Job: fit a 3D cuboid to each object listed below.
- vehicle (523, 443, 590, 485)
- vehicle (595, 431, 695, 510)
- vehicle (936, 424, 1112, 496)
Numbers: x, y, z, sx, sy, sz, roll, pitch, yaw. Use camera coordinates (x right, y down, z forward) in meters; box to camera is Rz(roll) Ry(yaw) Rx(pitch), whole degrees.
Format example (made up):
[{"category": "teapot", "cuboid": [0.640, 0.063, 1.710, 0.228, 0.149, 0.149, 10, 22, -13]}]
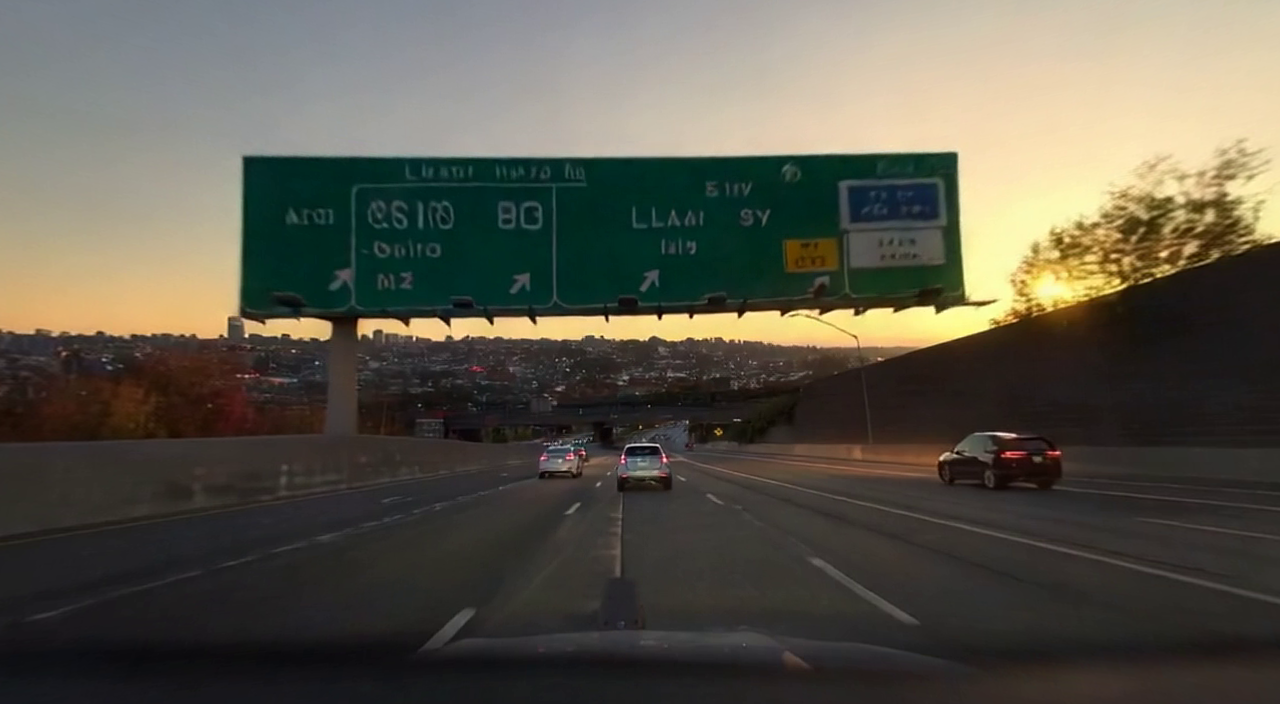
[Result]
[{"category": "vehicle", "cuboid": [-3.170, 4.354, 24.800, 2.011, 1.510, 4.698, 0, -9, 0]}, {"category": "vehicle", "cuboid": [0.096, 2.793, 15.291, 2.099, 1.640, 4.134, 0, -9, 0]}, {"category": "vehicle", "cuboid": [10.642, 3.023, 17.929, 2.133, 1.770, 4.537, 0, -9, 0]}]
